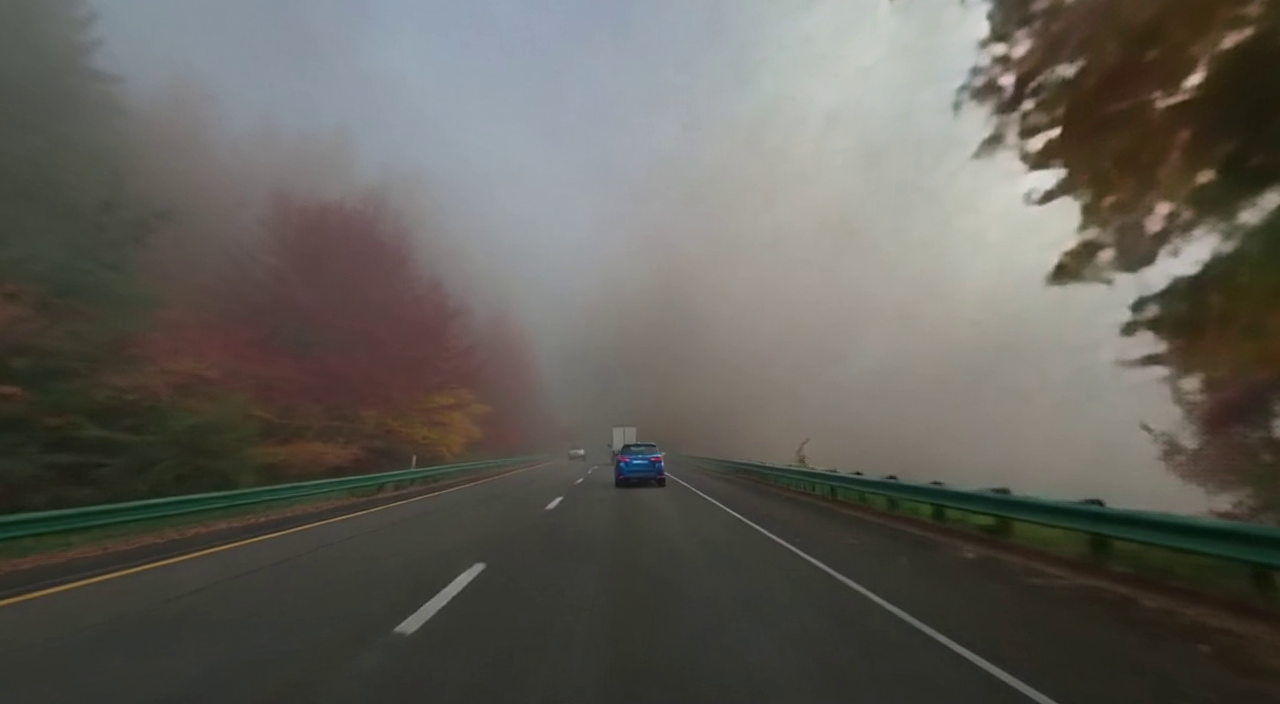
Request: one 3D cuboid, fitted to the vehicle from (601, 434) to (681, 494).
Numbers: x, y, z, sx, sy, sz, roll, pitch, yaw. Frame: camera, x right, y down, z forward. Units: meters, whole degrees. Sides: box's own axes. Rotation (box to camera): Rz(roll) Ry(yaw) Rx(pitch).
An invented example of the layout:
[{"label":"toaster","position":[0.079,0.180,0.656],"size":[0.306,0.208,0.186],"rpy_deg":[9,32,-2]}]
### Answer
[{"label":"vehicle","position":[-0.046,3.192,18.345],"size":[2.057,1.516,4.065],"rpy_deg":[1,-8,-2]}]
